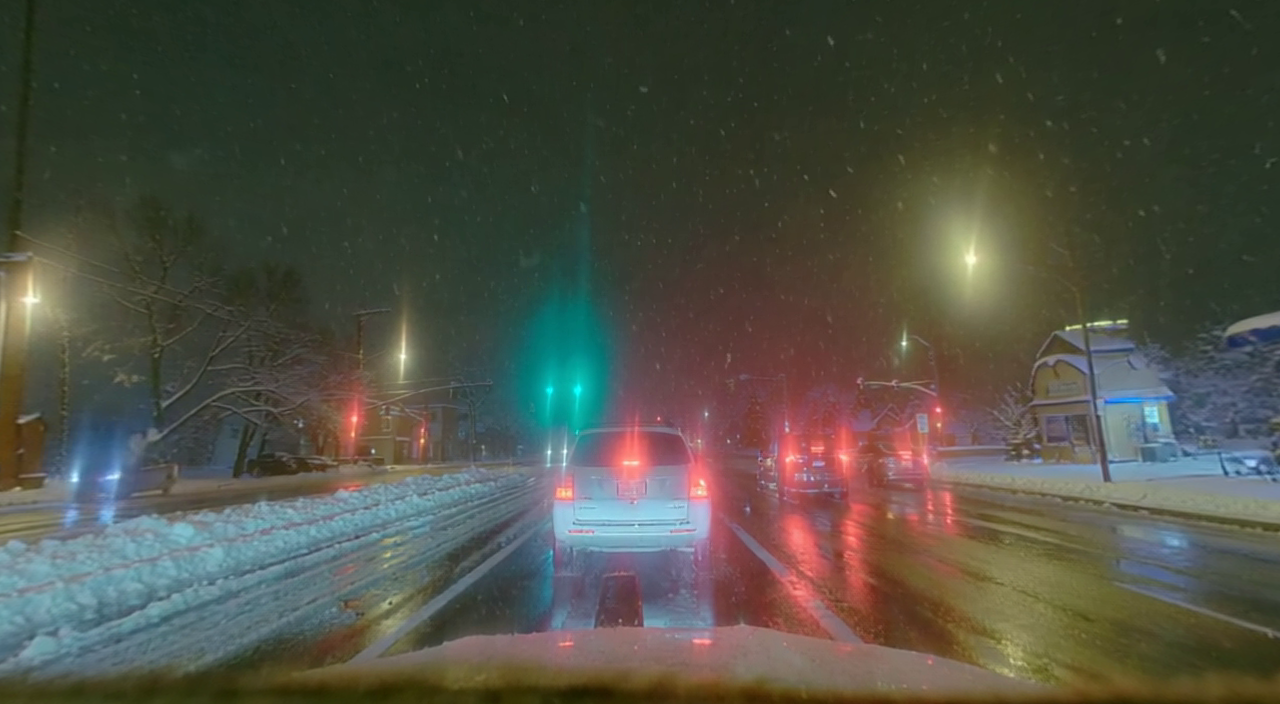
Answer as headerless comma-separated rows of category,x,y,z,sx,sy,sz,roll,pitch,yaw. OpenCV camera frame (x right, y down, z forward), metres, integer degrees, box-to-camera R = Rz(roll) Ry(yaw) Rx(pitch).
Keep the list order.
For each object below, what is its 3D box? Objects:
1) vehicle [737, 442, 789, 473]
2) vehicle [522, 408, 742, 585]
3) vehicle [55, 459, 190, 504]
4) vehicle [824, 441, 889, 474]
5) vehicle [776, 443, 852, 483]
vehicle,6.270,5.455,32.642,1.961,1.477,4.454,0,-9,2
vehicle,-0.059,1.694,8.125,2.115,1.700,3.901,0,-8,1
vehicle,-19.659,4.894,24.207,1.969,1.458,4.300,1,-9,-9
vehicle,11.383,5.555,33.369,2.081,1.651,4.432,-1,-9,3
vehicle,6.858,4.380,25.249,1.833,1.452,4.237,0,-9,0
